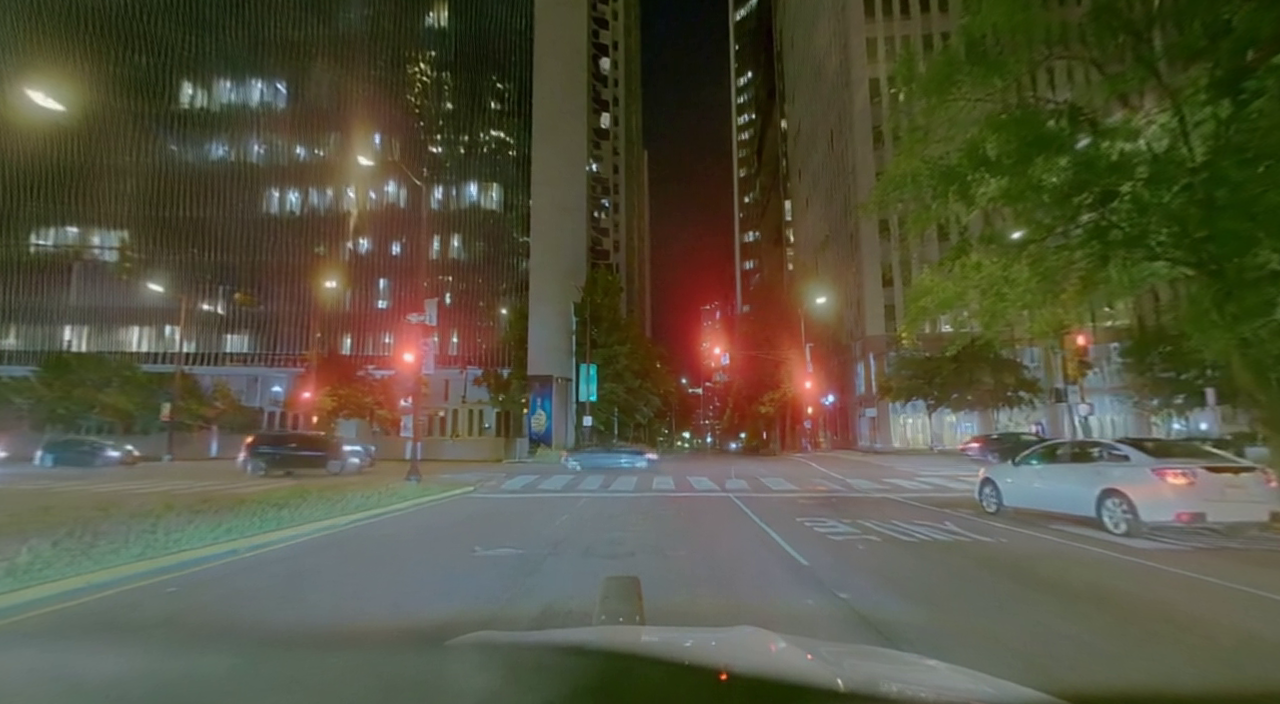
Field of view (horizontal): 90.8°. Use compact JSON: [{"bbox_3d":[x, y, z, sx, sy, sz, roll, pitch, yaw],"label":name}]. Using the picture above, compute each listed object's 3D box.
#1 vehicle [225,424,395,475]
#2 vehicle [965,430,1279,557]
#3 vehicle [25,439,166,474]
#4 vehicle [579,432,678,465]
[{"bbox_3d":[-13.260,3.946,25.721,5.659,1.967,2.149,0,-8,-3],"label":"vehicle"},{"bbox_3d":[7.438,2.050,10.015,1.936,1.489,4.885,0,-8,0],"label":"vehicle"},{"bbox_3d":[-24.315,4.663,28.352,4.482,1.492,1.805,0,-8,-3],"label":"vehicle"},{"bbox_3d":[-0.569,4.524,29.740,4.503,1.475,1.789,0,-8,-3],"label":"vehicle"}]
